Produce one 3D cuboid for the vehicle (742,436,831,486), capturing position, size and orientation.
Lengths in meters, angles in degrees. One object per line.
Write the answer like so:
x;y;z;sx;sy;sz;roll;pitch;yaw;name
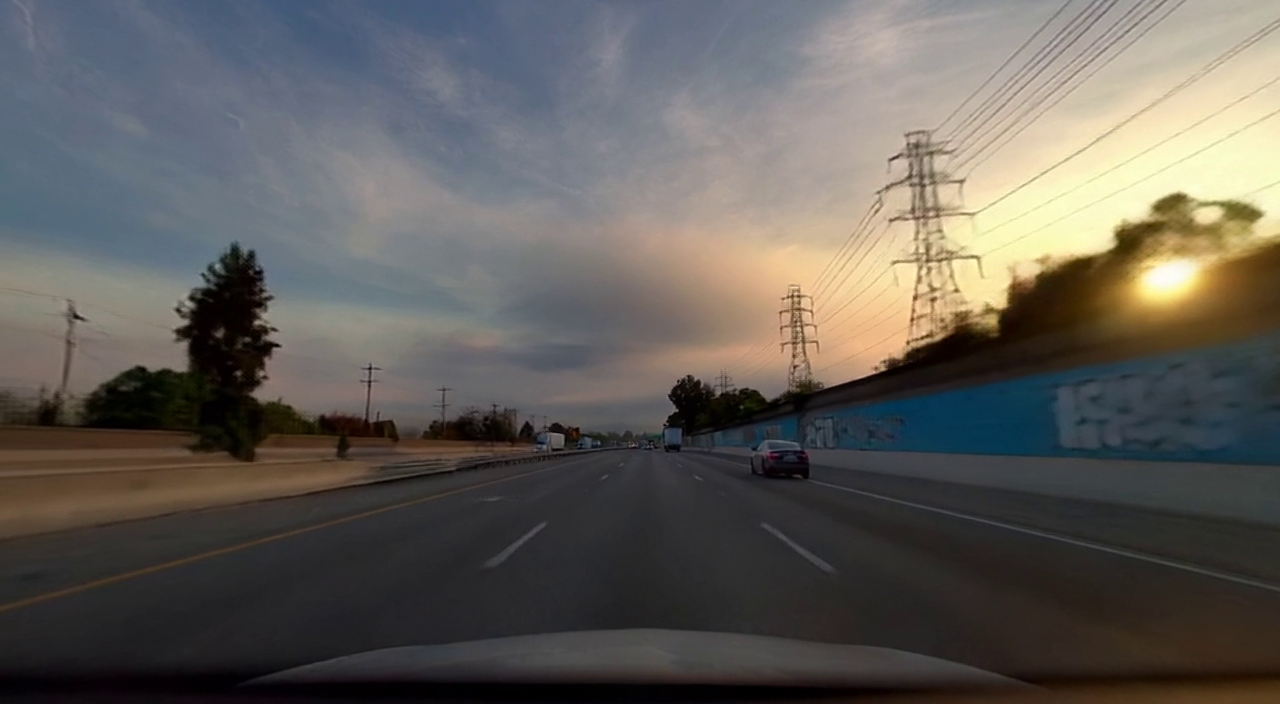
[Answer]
4.796;3.609;21.147;1.991;1.494;3.951;0;-8;-1;vehicle
